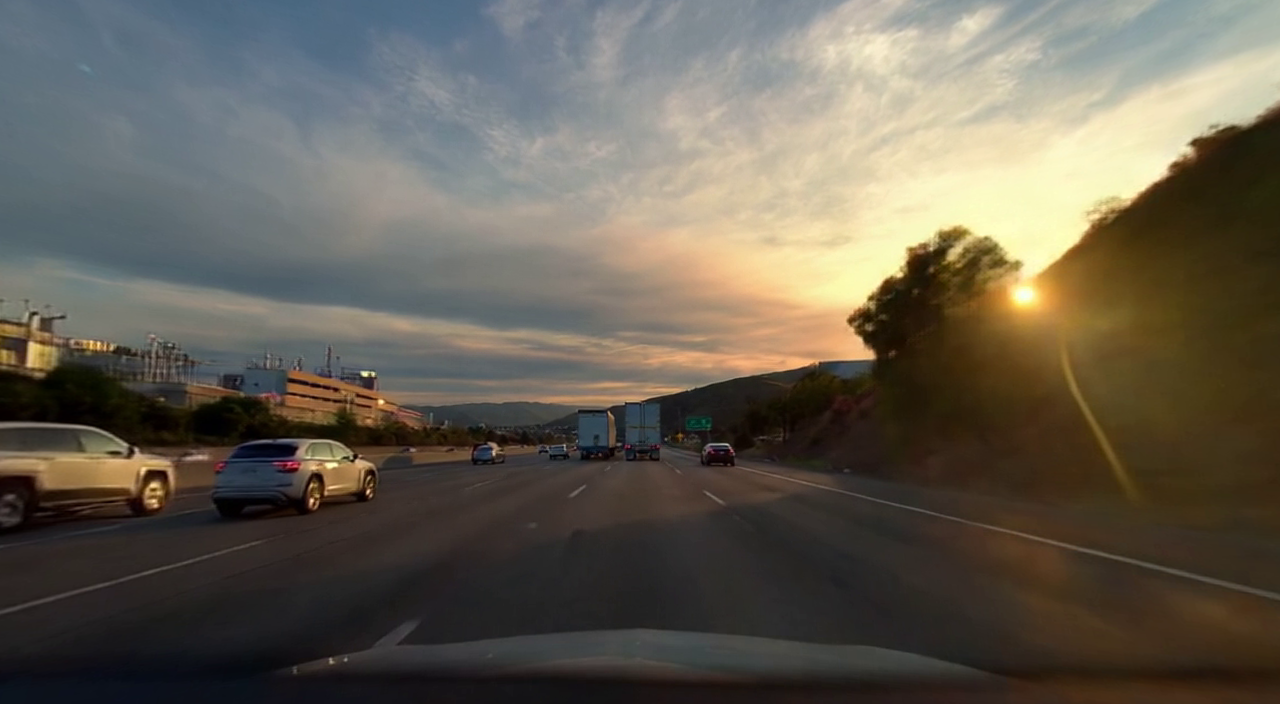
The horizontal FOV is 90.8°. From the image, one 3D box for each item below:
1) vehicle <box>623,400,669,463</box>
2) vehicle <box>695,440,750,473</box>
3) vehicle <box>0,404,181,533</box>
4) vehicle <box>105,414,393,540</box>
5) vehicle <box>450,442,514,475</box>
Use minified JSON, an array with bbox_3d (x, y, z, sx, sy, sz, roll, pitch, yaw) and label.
[{"bbox_3d":[0.358,6.031,46.835,2.969,4.104,10.906,0,-9,0],"label":"vehicle"},{"bbox_3d":[3.944,5.086,30.910,2.006,1.452,4.246,0,-9,-1],"label":"vehicle"},{"bbox_3d":[-10.505,1.802,9.882,2.208,1.889,5.781,0,-9,1],"label":"vehicle"},{"bbox_3d":[-6.396,2.085,11.149,2.122,1.754,4.379,0,-9,2],"label":"vehicle"},{"bbox_3d":[-7.491,5.100,30.423,1.891,1.460,4.506,0,-9,1],"label":"vehicle"}]
